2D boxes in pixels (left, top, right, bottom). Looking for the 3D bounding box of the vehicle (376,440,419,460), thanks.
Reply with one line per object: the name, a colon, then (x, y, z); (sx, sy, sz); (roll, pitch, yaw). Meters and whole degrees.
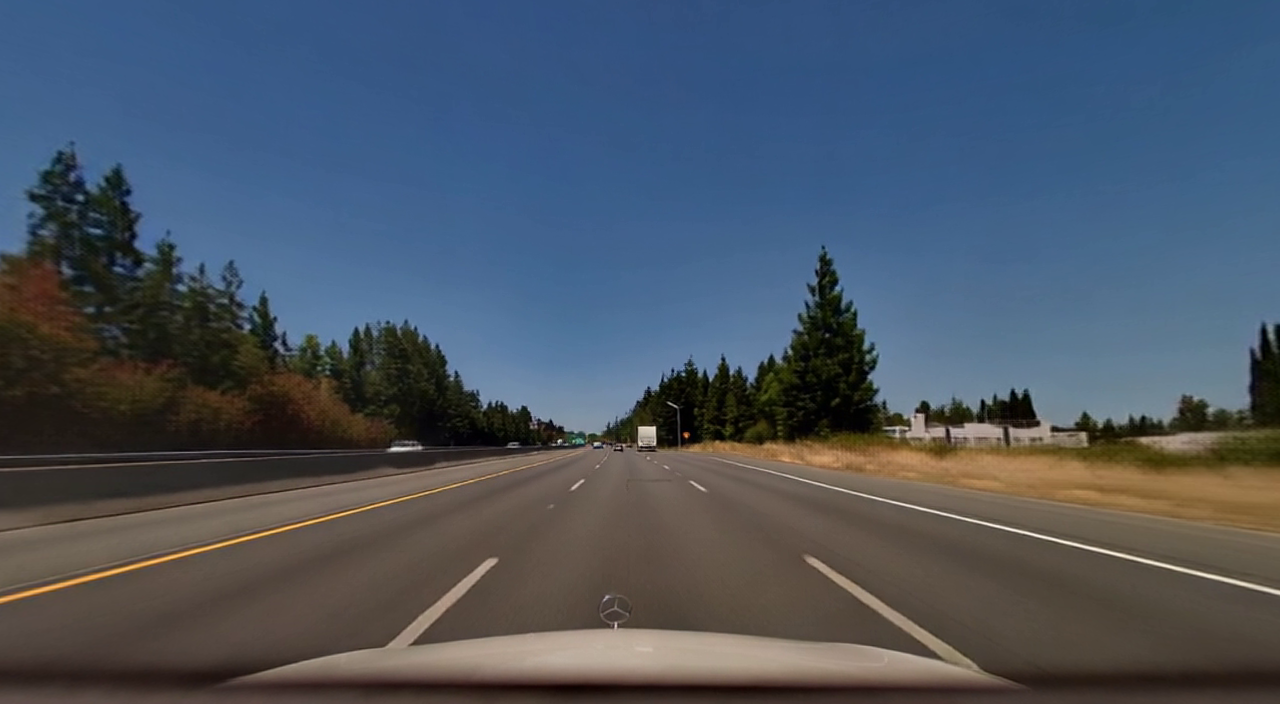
vehicle: (-18.453, 7.463, 48.050); (1.805, 1.461, 3.954); (0, -8, -1)
